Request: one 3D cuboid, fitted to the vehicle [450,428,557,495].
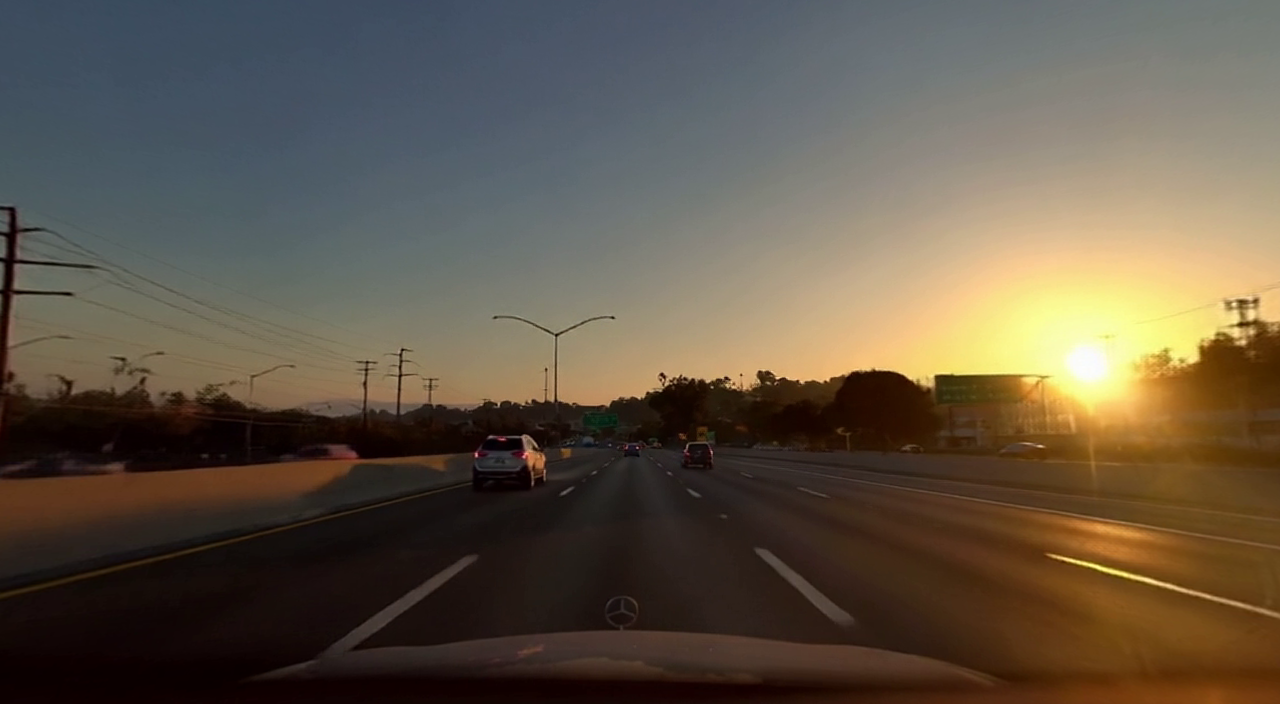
[{"bbox_3d":[-3.775,3.131,18.430,2.099,1.682,4.590,0,-8,0],"label":"vehicle"}]

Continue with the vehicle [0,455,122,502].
[{"bbox_3d":[-19.743,4.233,21.379,1.515,1.385,3.342,0,-8,0],"label":"vehicle"}]

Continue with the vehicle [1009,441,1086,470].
[{"bbox_3d":[26.825,6.800,41.834,2.070,1.782,5.006,-1,-8,5],"label":"vehicle"}]

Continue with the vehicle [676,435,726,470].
[{"bbox_3d":[2.969,5.033,31.743,1.997,1.638,4.281,0,-8,-1],"label":"vehicle"}]
